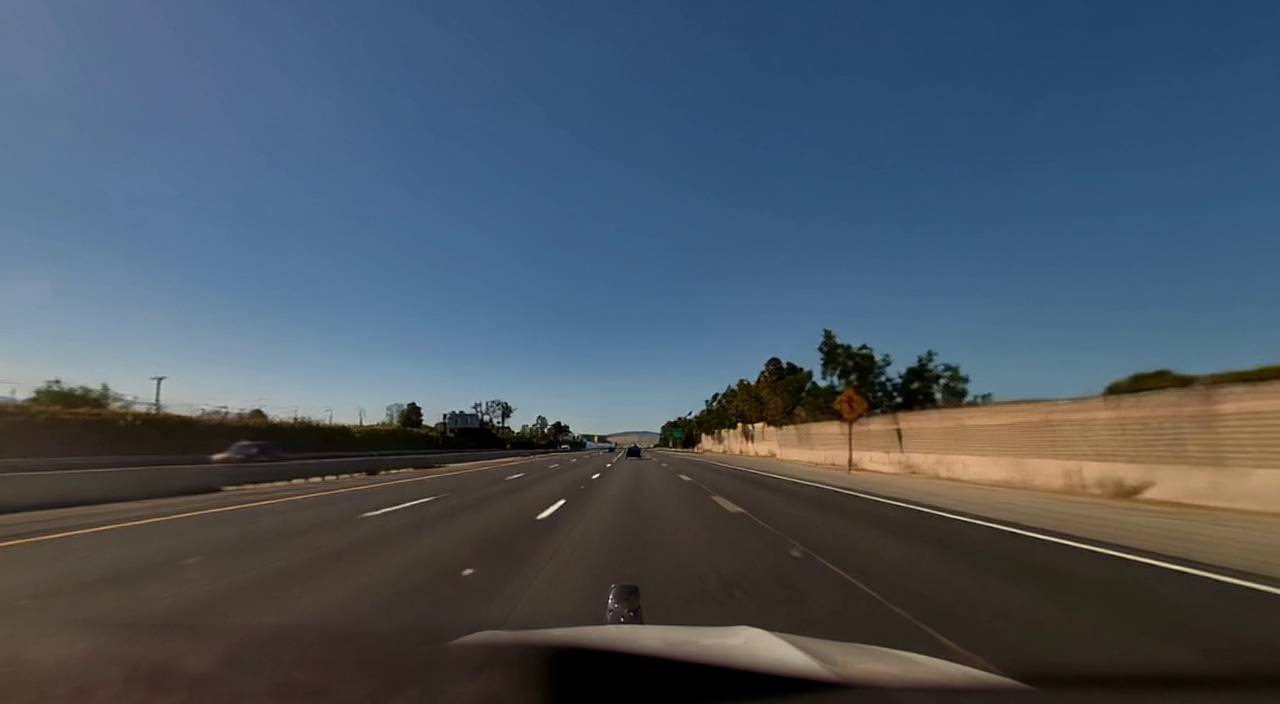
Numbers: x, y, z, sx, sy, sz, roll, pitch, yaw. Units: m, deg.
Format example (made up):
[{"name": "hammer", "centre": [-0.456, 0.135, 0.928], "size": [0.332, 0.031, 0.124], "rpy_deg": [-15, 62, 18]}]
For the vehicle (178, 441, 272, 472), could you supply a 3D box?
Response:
[{"name": "vehicle", "centre": [-21.503, 5.437, 32.905], "size": [1.918, 1.480, 4.309], "rpy_deg": [0, -9, 1]}]
